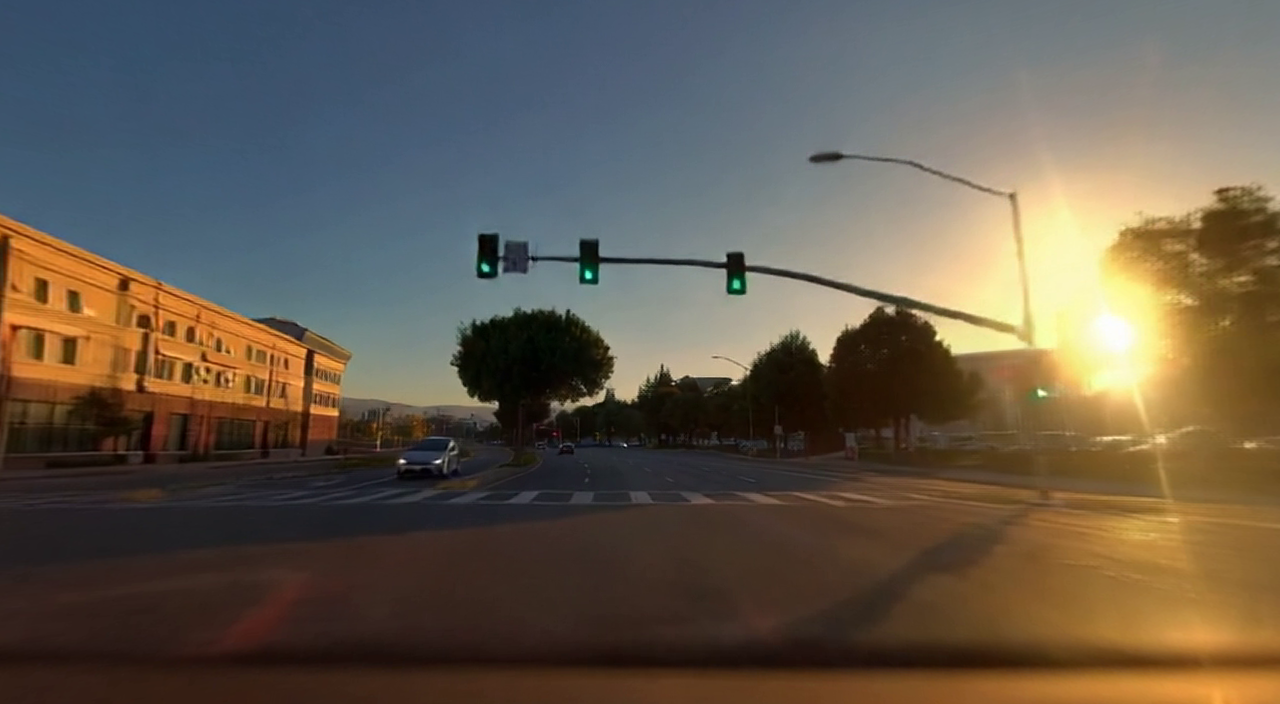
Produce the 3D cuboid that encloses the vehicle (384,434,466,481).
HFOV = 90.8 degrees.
[{"bbox_3d":[-9.095,4.498,27.209,2.175,1.795,4.640,0,-9,-4],"label":"vehicle"}]
